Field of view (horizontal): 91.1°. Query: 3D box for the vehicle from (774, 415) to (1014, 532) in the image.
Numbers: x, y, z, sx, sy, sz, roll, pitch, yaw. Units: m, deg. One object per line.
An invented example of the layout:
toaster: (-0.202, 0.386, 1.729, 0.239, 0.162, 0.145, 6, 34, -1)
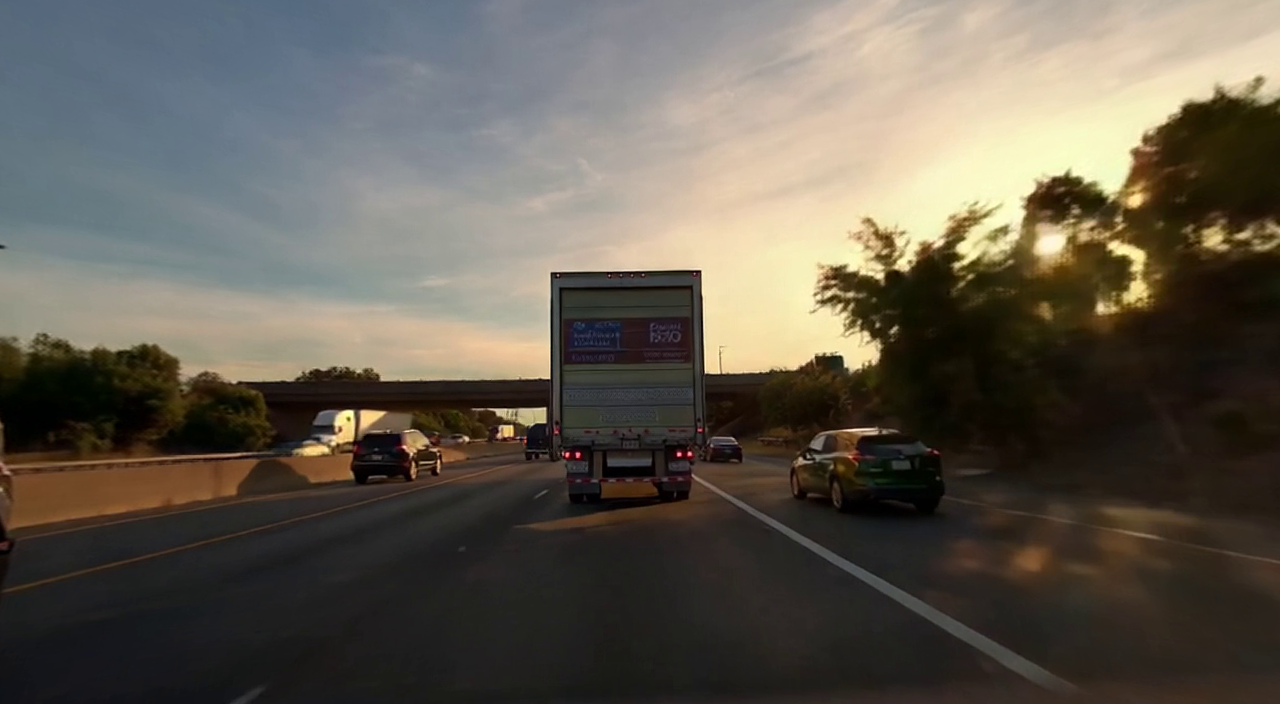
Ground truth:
vehicle: (3.867, 1.915, 10.657, 2.003, 1.519, 4.580, 0, -8, -2)

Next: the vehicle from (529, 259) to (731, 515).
vehicle: (-0.259, 1.127, 14.213, 2.911, 3.787, 9.905, 0, -8, -1)

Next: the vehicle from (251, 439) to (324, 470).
vehicle: (-20.013, 5.818, 35.927, 1.824, 1.606, 4.098, 0, -8, -1)

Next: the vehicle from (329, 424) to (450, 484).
vehicle: (-7.856, 3.239, 20.302, 2.057, 1.698, 4.550, 0, -8, 0)

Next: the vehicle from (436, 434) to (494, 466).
vehicle: (-8.630, 4.823, 31.295, 1.845, 1.488, 3.656, 0, -8, -1)
